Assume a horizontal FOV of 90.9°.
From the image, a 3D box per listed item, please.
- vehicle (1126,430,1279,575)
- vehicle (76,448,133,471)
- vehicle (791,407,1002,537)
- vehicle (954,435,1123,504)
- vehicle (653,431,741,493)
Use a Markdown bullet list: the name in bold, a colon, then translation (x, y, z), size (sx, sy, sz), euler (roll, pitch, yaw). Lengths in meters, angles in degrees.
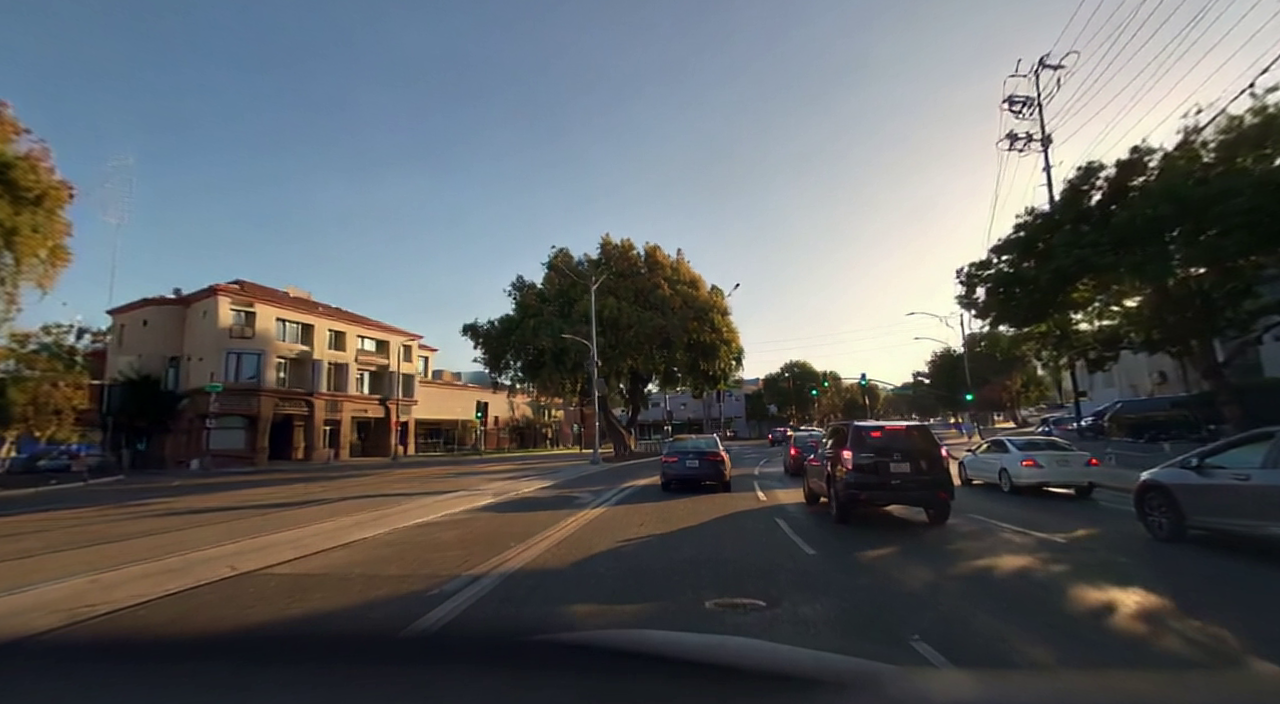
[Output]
- **vehicle**: translation (7.465, 1.511, 6.250), size (1.866, 1.471, 4.478), euler (0, -9, 3)
- **vehicle**: translation (-38.366, 7.667, 45.097), size (4.848, 1.498, 2.009), euler (-7, -11, 37)
- **vehicle**: translation (4.225, 2.069, 11.438), size (2.119, 1.810, 4.848), euler (-1, -9, 5)
- **vehicle**: translation (9.758, 2.880, 15.938), size (1.882, 1.463, 4.543), euler (-1, -9, 9)
- **vehicle**: translation (1.744, 3.067, 17.857), size (2.168, 1.527, 4.174), euler (-1, -9, 9)
